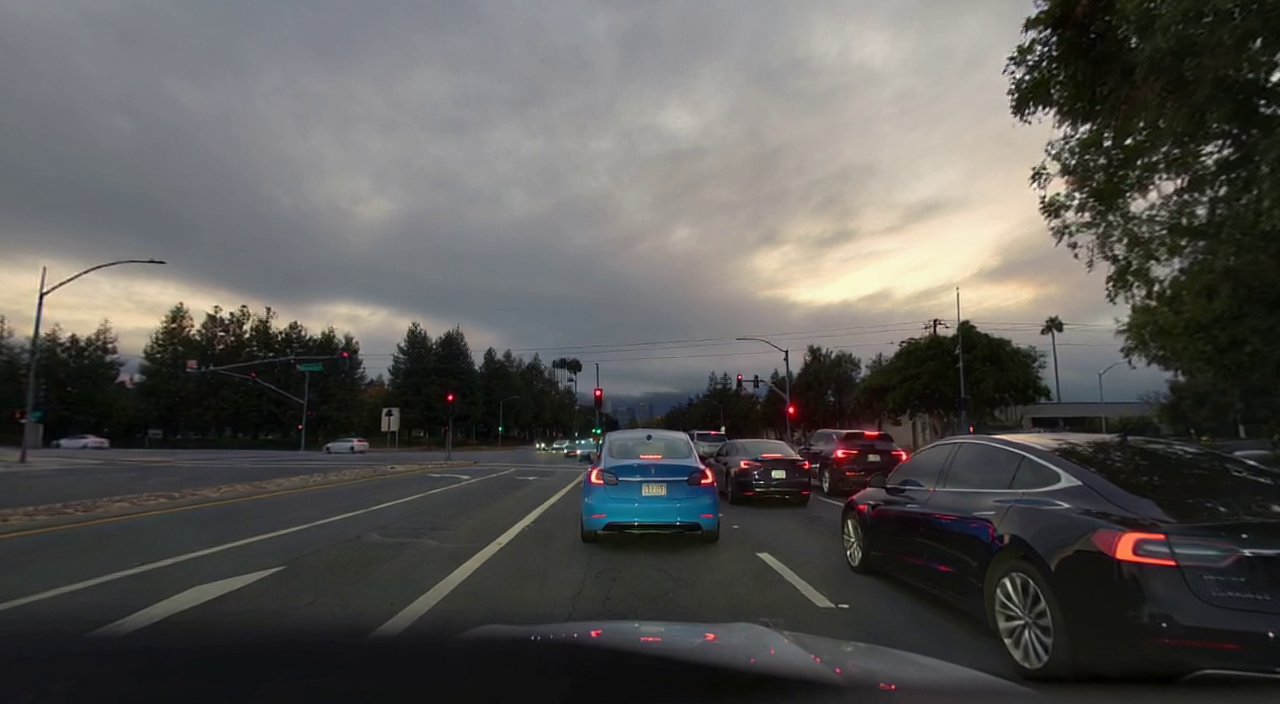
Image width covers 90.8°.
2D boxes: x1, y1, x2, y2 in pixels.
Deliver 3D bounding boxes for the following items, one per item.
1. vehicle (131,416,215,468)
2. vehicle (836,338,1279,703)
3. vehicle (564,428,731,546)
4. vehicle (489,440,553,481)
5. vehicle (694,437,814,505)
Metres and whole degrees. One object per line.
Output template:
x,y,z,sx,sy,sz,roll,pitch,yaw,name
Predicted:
-29.255,5.640,39.709,2.608,2.990,3.026,2,-8,1,vehicle
3.182,1.106,4.304,2.167,1.676,4.443,0,-8,-1,vehicle
0.030,2.061,10.327,2.147,1.499,4.240,0,-8,-2,vehicle
-4.642,4.284,25.263,1.972,1.457,4.171,0,-8,-4,vehicle
2.690,2.932,16.032,2.058,1.466,4.208,0,-8,-3,vehicle
